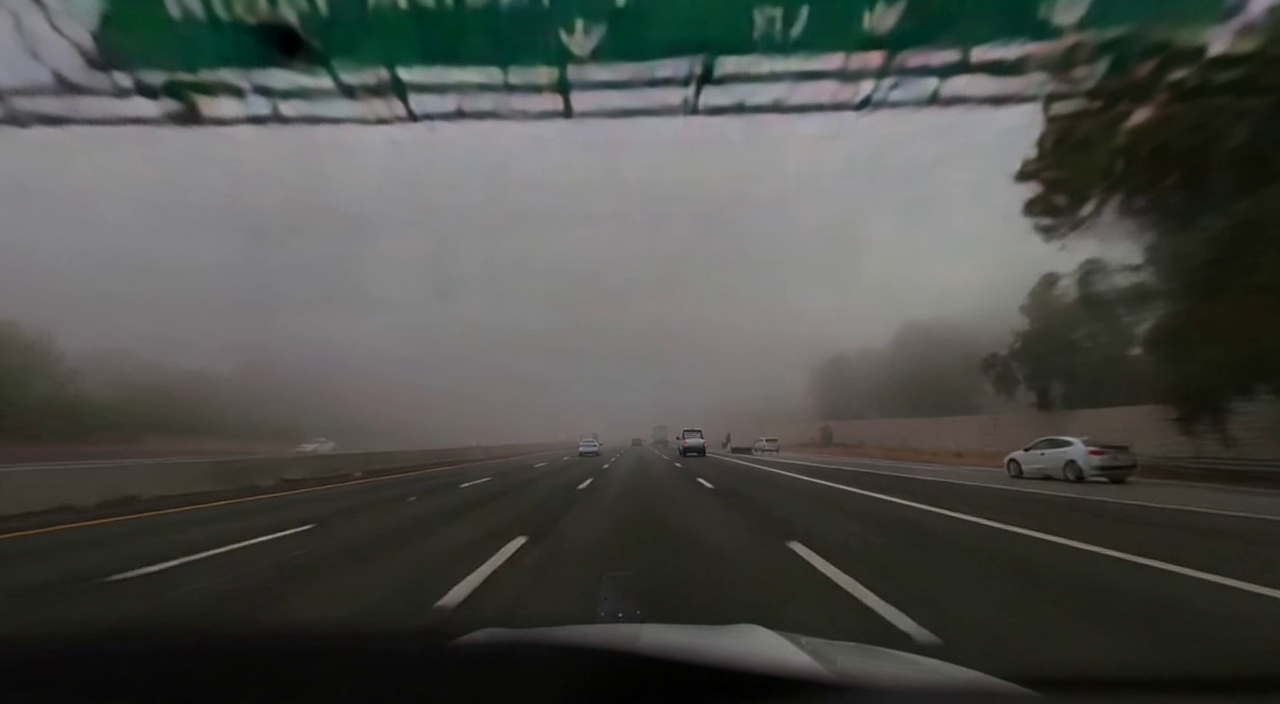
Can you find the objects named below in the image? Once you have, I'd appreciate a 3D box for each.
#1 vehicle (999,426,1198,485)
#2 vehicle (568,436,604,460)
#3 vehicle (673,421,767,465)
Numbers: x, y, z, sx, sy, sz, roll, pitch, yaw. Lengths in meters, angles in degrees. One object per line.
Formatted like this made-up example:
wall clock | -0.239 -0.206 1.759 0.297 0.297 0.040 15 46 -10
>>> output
vehicle | 16.146 3.679 22.740 2.261 1.824 5.678 2 -9 -10
vehicle | -3.553 6.459 42.239 2.066 1.500 4.415 0 -8 0
vehicle | 4.009 5.153 35.522 3.042 2.004 14.051 0 -8 -2
